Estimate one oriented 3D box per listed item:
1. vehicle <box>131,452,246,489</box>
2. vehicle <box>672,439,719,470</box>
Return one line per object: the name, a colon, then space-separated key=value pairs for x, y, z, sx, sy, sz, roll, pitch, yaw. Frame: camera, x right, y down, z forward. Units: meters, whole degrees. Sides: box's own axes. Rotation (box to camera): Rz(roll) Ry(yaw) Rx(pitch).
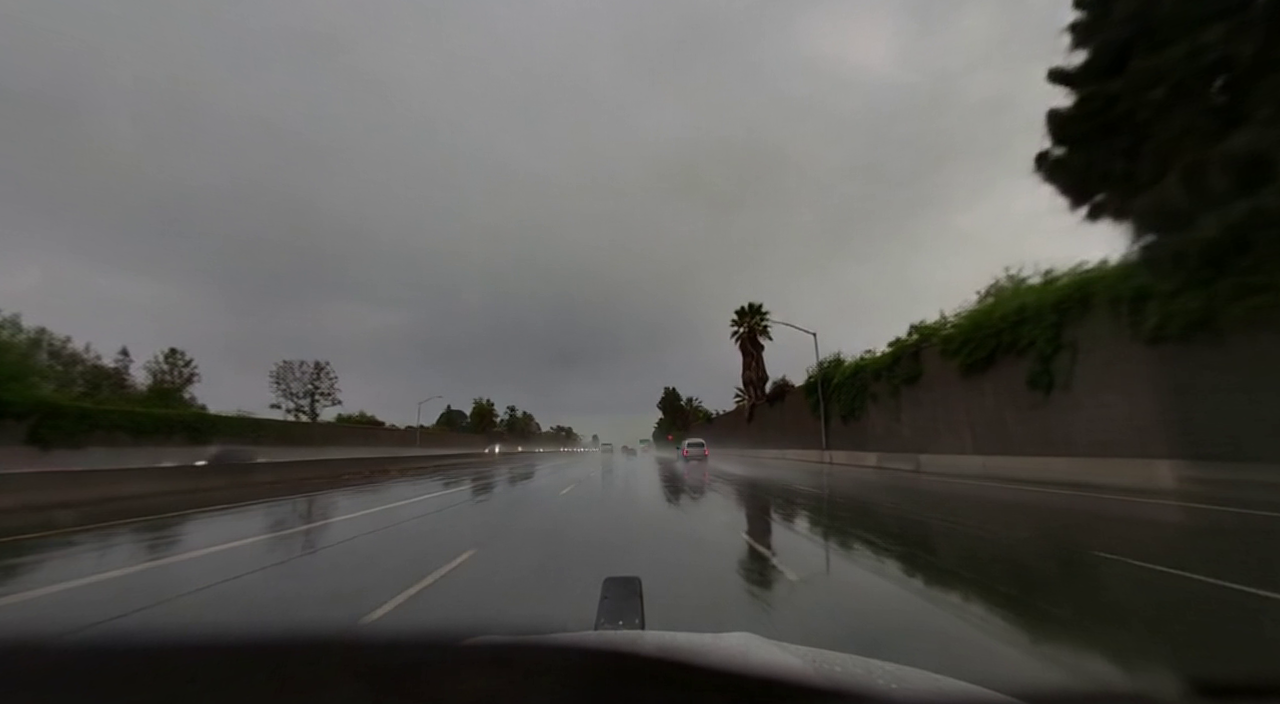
vehicle: x=-19.710 y=5.154 z=27.829 sx=1.851 sy=1.458 sz=4.336 roll=0 pitch=-9 yaw=0
vehicle: x=3.115 y=5.857 z=36.273 sx=2.130 sy=1.677 sz=4.317 roll=0 pitch=-9 yaw=-2
